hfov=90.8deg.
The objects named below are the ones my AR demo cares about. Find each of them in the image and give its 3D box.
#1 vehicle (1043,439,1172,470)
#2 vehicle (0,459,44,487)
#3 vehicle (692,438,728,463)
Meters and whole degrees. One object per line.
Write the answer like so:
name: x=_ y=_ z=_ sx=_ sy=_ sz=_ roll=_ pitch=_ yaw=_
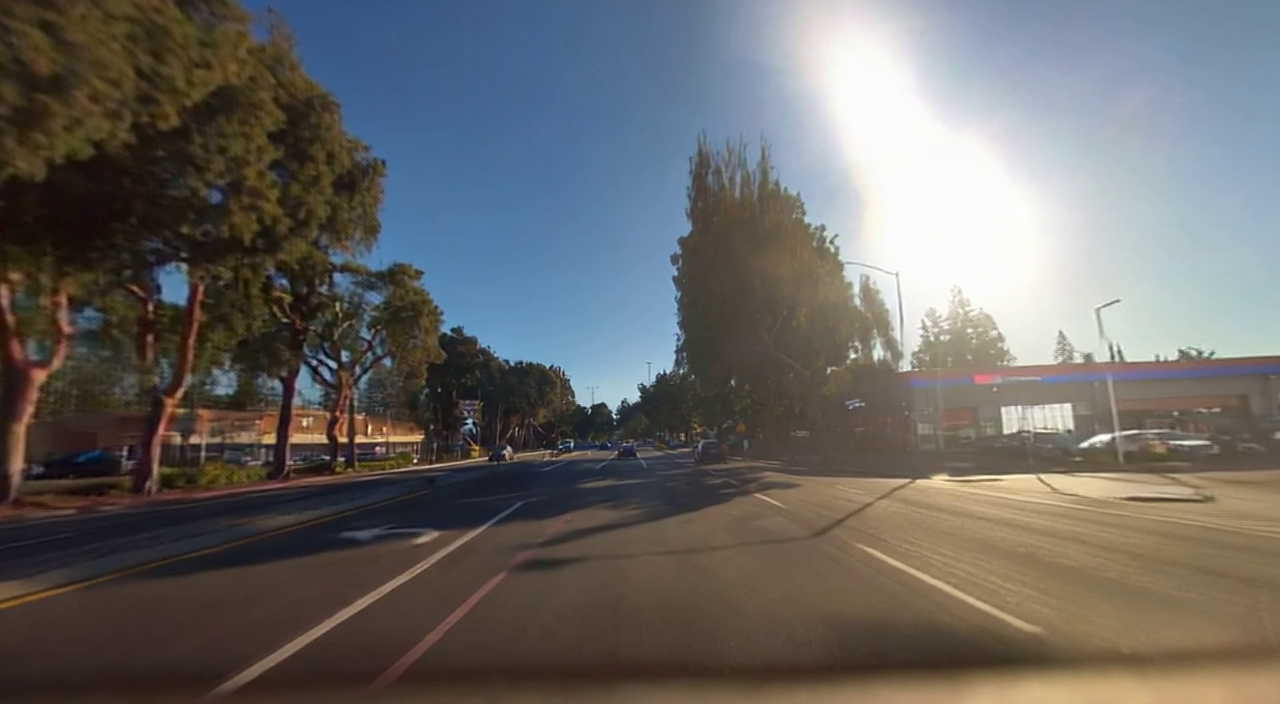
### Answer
vehicle: x=23.469 y=5.162 z=31.903 sx=1.886 sy=1.438 sz=4.742 roll=6 pitch=-10 yaw=-33
vehicle: x=-47.256 y=9.213 z=48.205 sx=2.057 sy=1.921 sz=4.995 roll=7 pitch=-11 yaw=-39
vehicle: x=4.927 y=7.019 z=44.961 sx=1.957 sy=1.643 sz=4.226 roll=0 pitch=-9 yaw=-2
